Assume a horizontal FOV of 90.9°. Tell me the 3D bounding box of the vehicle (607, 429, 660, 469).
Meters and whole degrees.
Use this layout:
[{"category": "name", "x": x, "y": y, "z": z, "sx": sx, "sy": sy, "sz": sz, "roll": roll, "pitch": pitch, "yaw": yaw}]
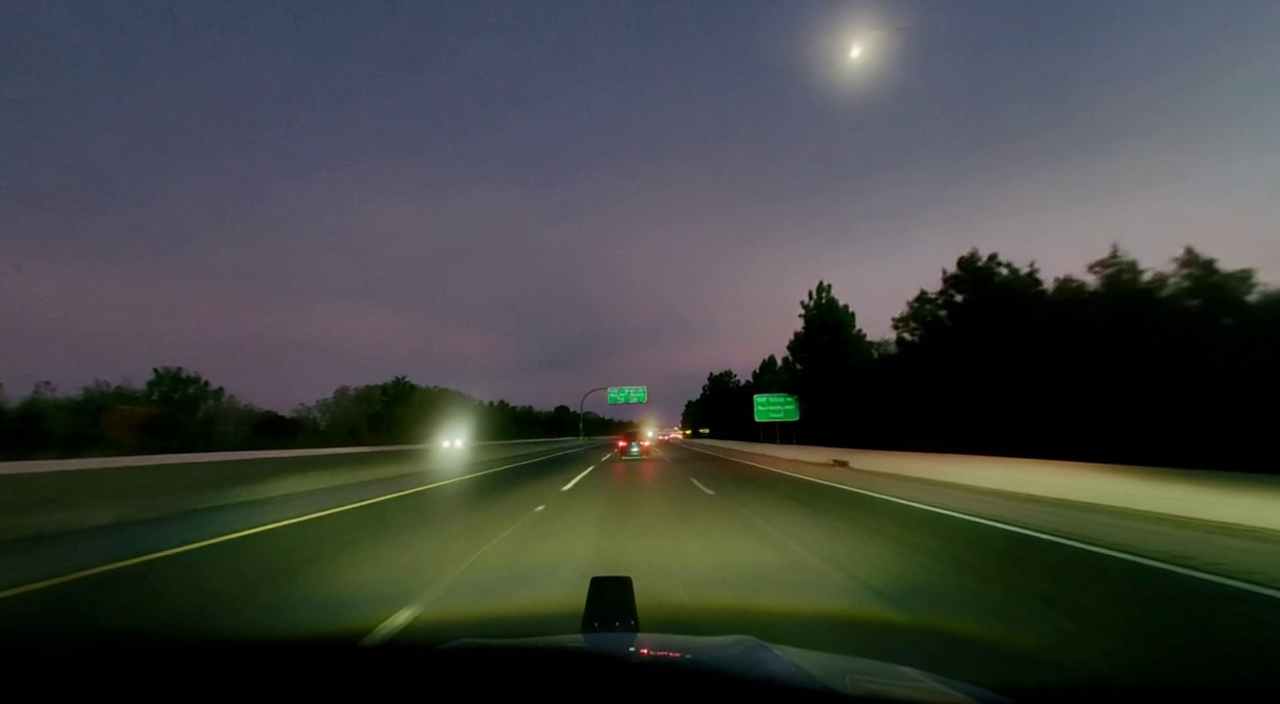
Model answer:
[{"category": "vehicle", "x": -0.307, "y": 4.127, "z": 27.015, "sx": 2.094, "sy": 1.600, "sz": 3.666, "roll": 0, "pitch": -8, "yaw": -1}]
